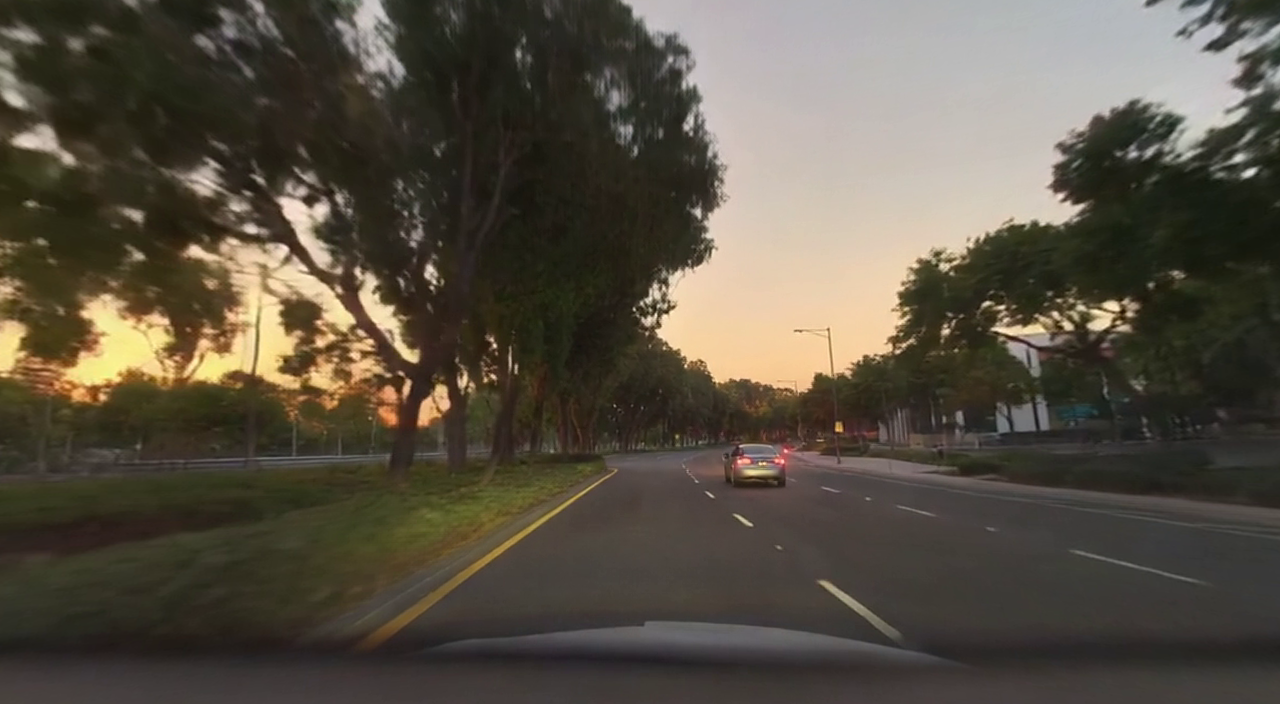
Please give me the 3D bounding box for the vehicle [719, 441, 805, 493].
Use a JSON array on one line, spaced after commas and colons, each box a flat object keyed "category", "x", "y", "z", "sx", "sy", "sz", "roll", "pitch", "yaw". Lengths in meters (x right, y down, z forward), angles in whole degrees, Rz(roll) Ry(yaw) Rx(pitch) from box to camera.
[{"category": "vehicle", "x": 3.846, "y": 3.700, "z": 20.690, "sx": 1.928, "sy": 1.481, "sz": 4.453, "roll": 0, "pitch": -9, "yaw": 0}]
